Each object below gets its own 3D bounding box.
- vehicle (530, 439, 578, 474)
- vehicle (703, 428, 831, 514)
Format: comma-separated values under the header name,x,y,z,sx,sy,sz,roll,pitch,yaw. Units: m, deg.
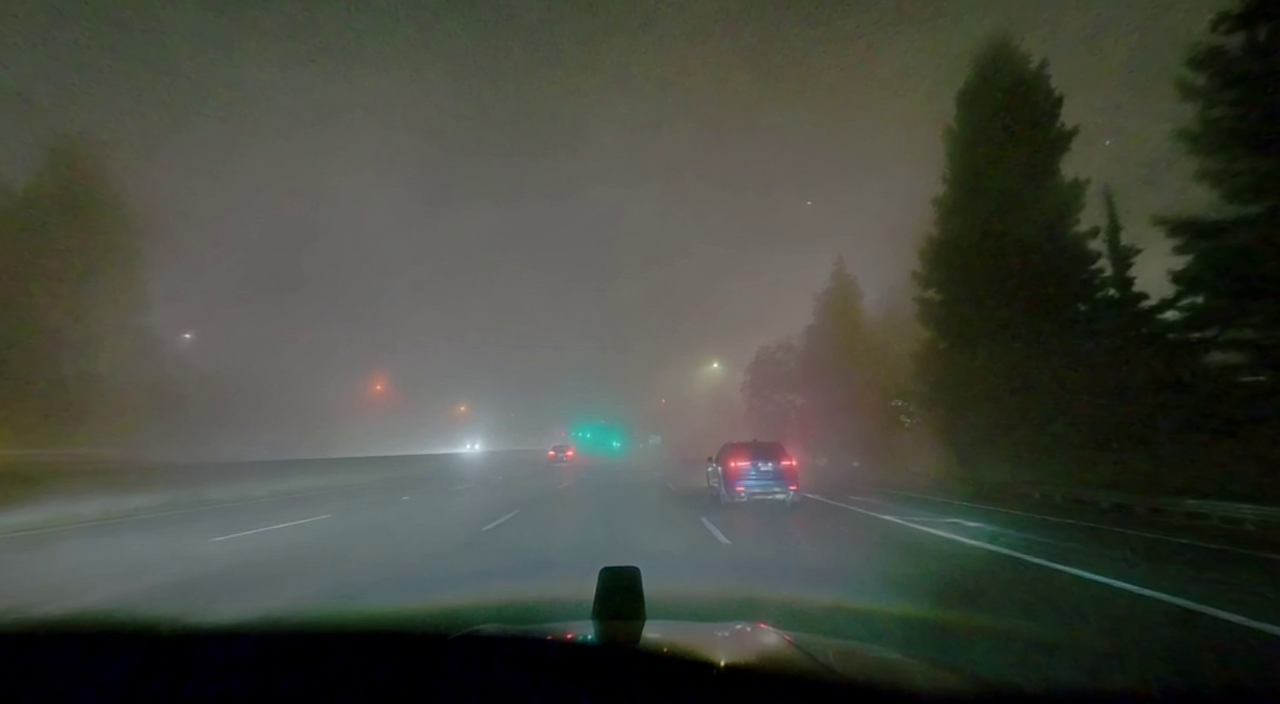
name,x,y,z,sx,sy,sz,roll,pitch,yaw
vehicle,-4.784,5.883,35.851,2.160,1.794,4.646,0,-8,-1
vehicle,2.741,2.683,14.758,1.997,1.686,4.247,0,-8,-2
